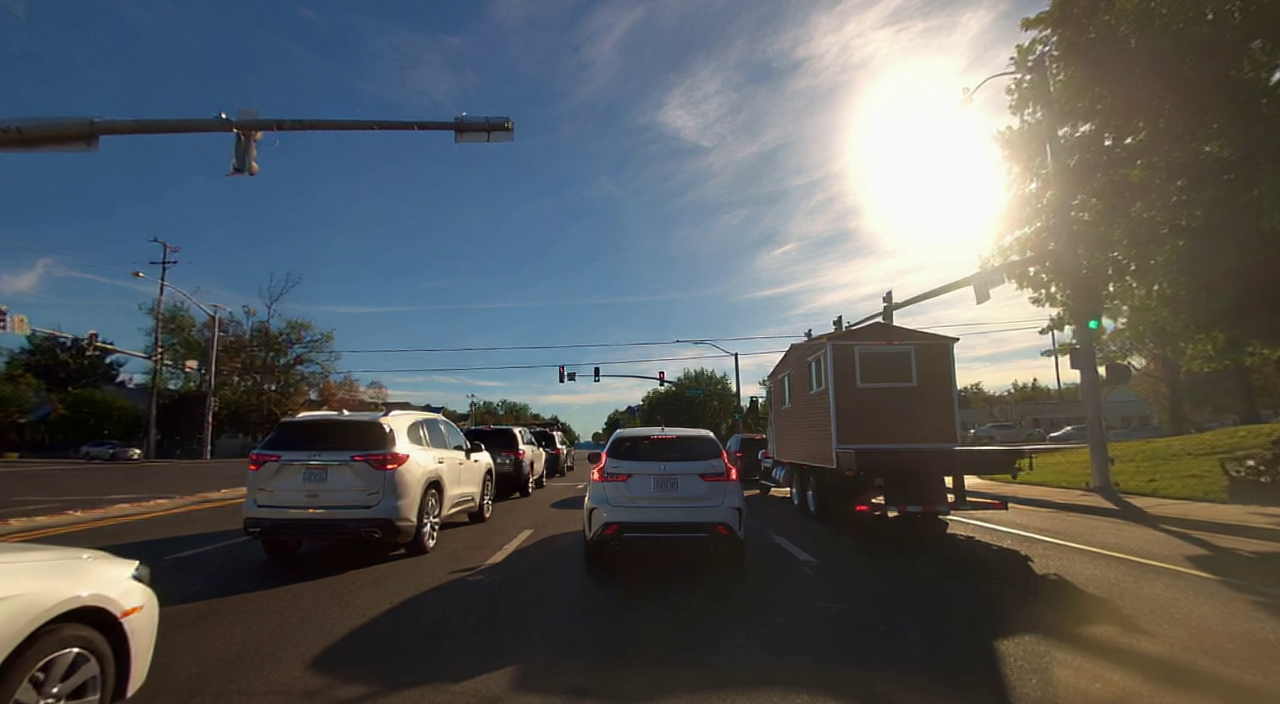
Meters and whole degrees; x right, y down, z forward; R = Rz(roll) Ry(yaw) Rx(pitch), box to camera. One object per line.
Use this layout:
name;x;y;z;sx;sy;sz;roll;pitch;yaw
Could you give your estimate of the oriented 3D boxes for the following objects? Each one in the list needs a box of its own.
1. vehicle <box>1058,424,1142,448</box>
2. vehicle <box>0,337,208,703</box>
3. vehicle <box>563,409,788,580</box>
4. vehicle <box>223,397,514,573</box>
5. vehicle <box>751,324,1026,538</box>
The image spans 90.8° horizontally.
vehicle;33.254;6.138;45.843;4.671;1.595;1.824;-5;-10;31
vehicle;-3.429;0.675;1.479;1.952;1.730;4.116;0;-9;-1
vehicle;0.354;1.706;8.315;2.189;1.649;4.171;0;-9;0
vehicle;-3.277;1.716;8.844;2.085;1.812;4.388;0;-9;0
vehicle;3.685;1.416;11.007;2.531;2.750;5.595;0;-9;1
